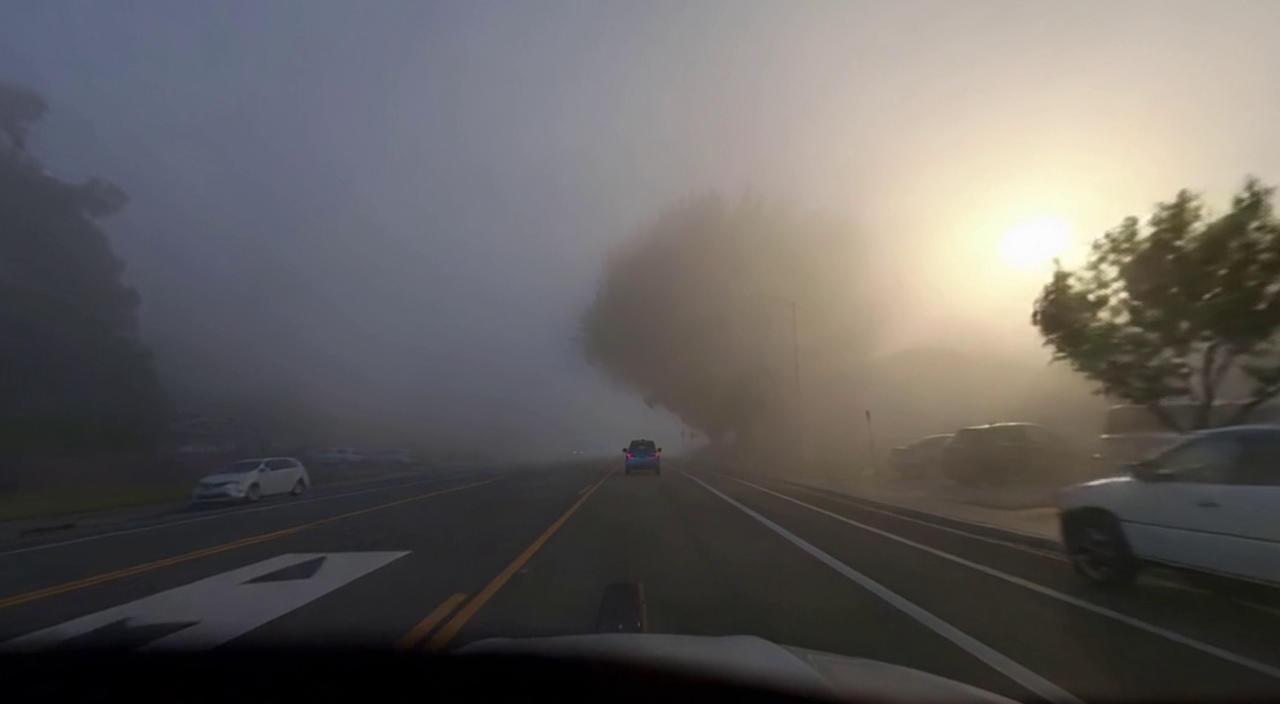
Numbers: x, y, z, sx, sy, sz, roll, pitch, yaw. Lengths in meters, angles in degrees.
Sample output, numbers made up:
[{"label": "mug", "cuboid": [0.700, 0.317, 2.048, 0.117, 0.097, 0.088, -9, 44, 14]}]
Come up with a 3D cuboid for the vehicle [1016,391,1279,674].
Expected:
[{"label": "vehicle", "cuboid": [5.017, 1.141, 4.085, 2.153, 1.730, 4.659, 0, -8, -2]}]

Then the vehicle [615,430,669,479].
[{"label": "vehicle", "cuboid": [0.049, 4.435, 27.607, 2.153, 1.942, 4.767, 0, -8, -1]}]

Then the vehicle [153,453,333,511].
[{"label": "vehicle", "cuboid": [-12.408, 4.066, 20.381, 2.192, 1.541, 5.391, 0, -8, 2]}]
